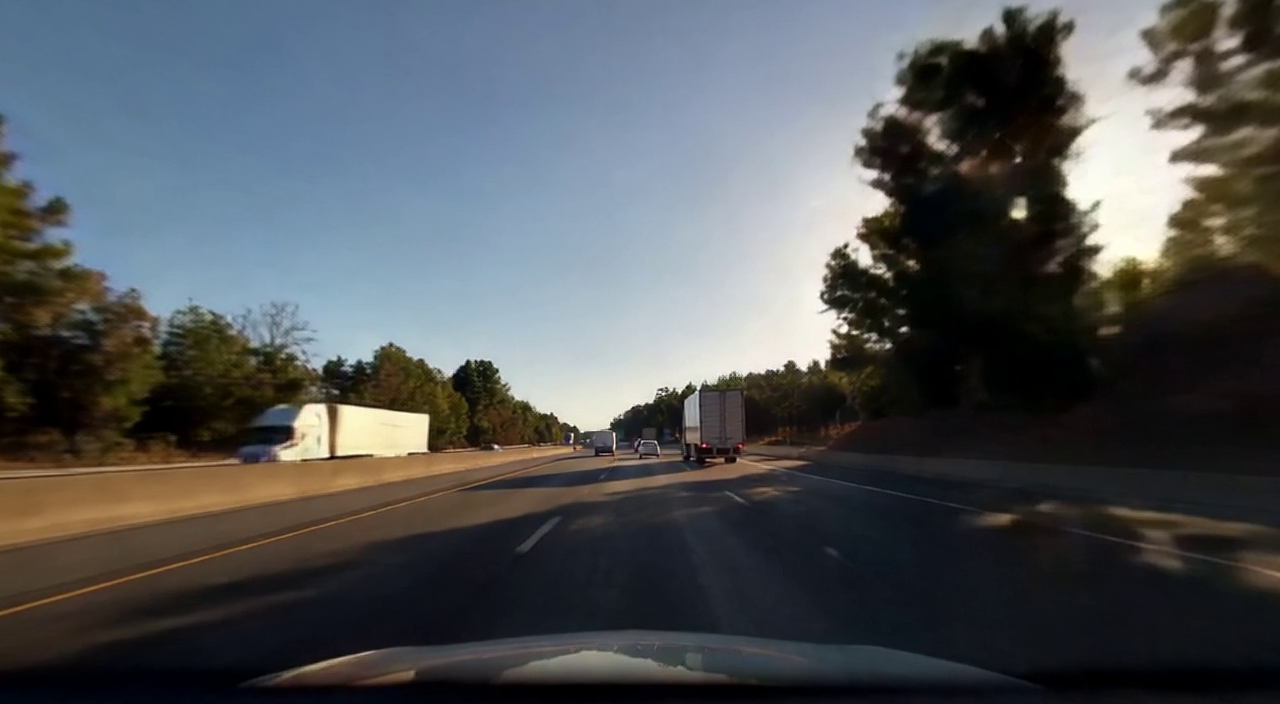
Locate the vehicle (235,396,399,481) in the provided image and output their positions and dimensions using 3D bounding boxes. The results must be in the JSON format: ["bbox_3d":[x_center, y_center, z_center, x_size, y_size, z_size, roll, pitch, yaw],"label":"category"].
[{"bbox_3d":[-18.366,5.142,37.347,3.111,4.175,12.311,0,-8,0],"label":"vehicle"}]

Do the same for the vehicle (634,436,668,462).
[{"bbox_3d":[0.718,6.332,41.112,2.139,1.607,4.034,0,-8,1],"label":"vehicle"}]

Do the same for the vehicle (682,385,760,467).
[{"bbox_3d":[4.622,4.763,39.341,3.005,4.131,14.221,1,-8,0],"label":"vehicle"}]
